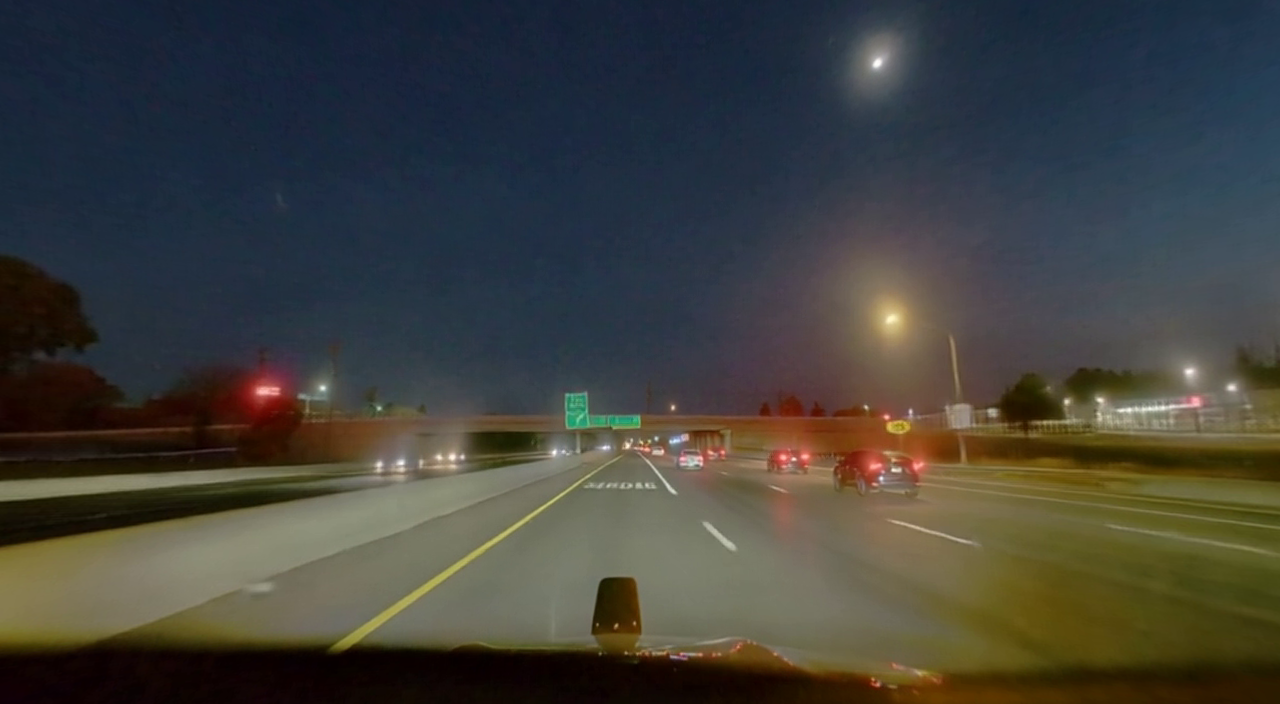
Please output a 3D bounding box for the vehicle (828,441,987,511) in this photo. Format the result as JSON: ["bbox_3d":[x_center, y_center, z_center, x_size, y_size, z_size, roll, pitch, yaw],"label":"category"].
[{"bbox_3d":[6.500,3.041,16.014,1.952,1.489,4.483,0,-9,-2],"label":"vehicle"}]

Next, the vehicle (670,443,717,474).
[{"bbox_3d":[2.798,5.674,33.871,1.993,1.507,4.594,0,-9,-2],"label":"vehicle"}]

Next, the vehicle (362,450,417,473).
[{"bbox_3d":[-17.062,7.428,43.222,1.900,1.464,4.550,0,-9,0],"label":"vehicle"}]

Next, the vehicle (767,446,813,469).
[{"bbox_3d":[9.715,6.845,41.167,1.838,1.440,4.121,0,-9,-2],"label":"vehicle"}]
